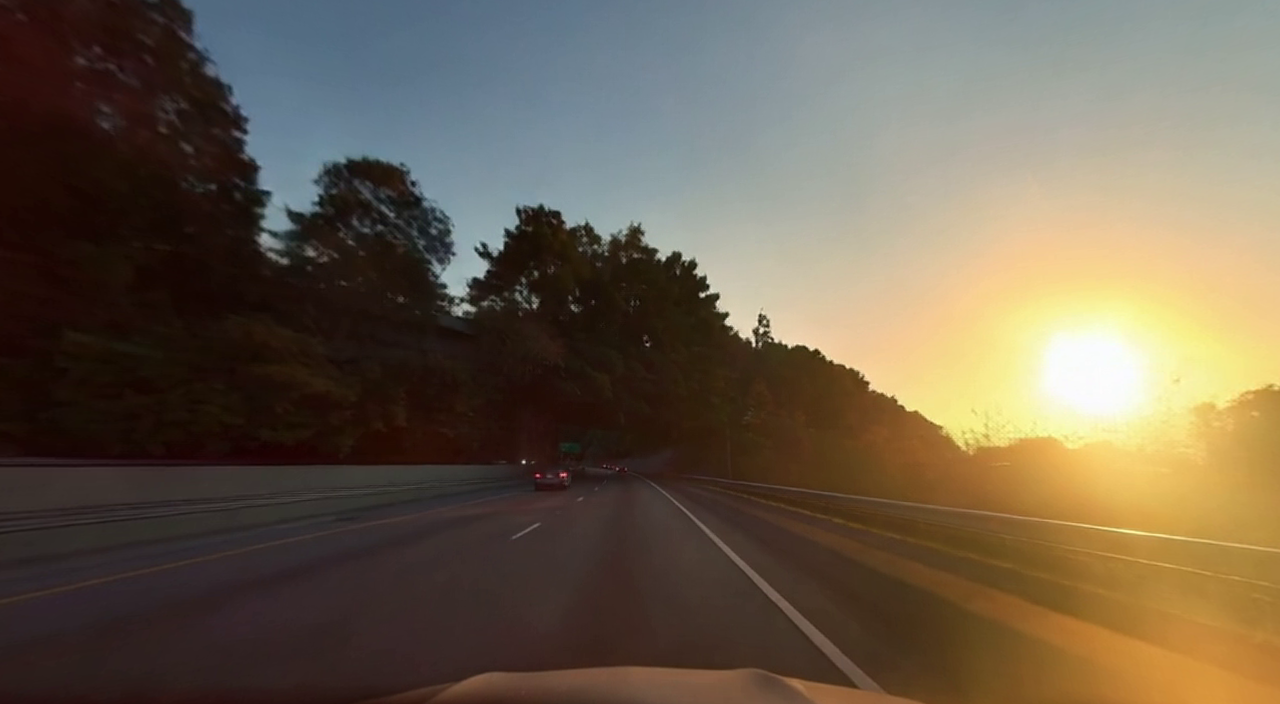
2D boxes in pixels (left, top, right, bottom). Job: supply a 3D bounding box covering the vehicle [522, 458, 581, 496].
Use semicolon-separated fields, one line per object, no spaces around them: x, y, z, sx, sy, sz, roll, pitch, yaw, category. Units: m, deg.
-4.399;6.322;32.034;2.286;1.757;5.057;1;-11;0;vehicle
